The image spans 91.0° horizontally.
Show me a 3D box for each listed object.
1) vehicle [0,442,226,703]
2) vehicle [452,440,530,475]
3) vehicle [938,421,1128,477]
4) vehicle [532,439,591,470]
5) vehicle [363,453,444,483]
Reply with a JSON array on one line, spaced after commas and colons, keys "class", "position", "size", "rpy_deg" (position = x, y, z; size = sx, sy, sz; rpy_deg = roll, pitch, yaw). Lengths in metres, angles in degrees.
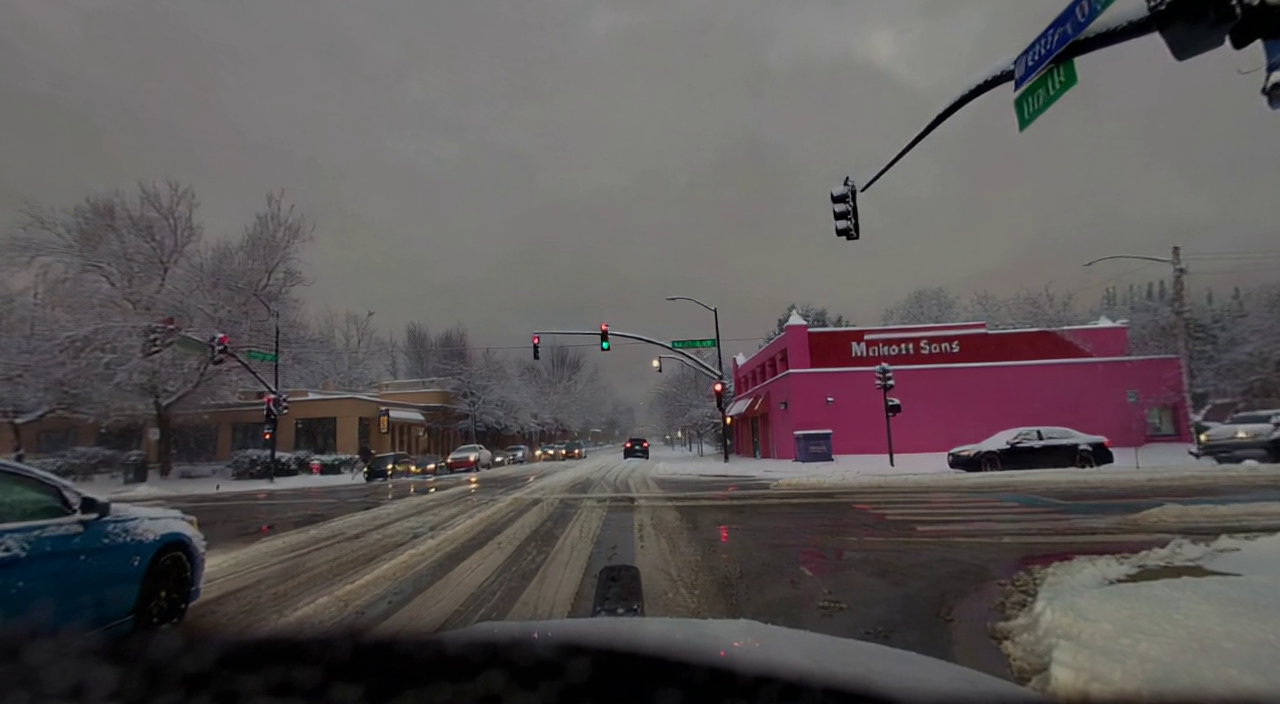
[{"class": "vehicle", "position": [-3.752, 0.970, 2.145], "size": [1.759, 1.325, 4.295], "rpy_deg": [0, -9, 0]}, {"class": "vehicle", "position": [-8.378, 5.974, 36.054], "size": [2.152, 1.825, 5.406], "rpy_deg": [-2, -9, 12]}, {"class": "vehicle", "position": [11.567, 2.890, 18.802], "size": [4.355, 1.546, 1.820], "rpy_deg": [-1, -9, 6]}, {"class": "vehicle", "position": [-4.495, 5.982, 36.873], "size": [1.928, 1.647, 4.575], "rpy_deg": [-2, -9, 13]}, {"class": "vehicle", "position": [-12.589, 6.168, 33.868], "size": [1.976, 1.425, 4.567], "rpy_deg": [-1, -9, 10]}]
